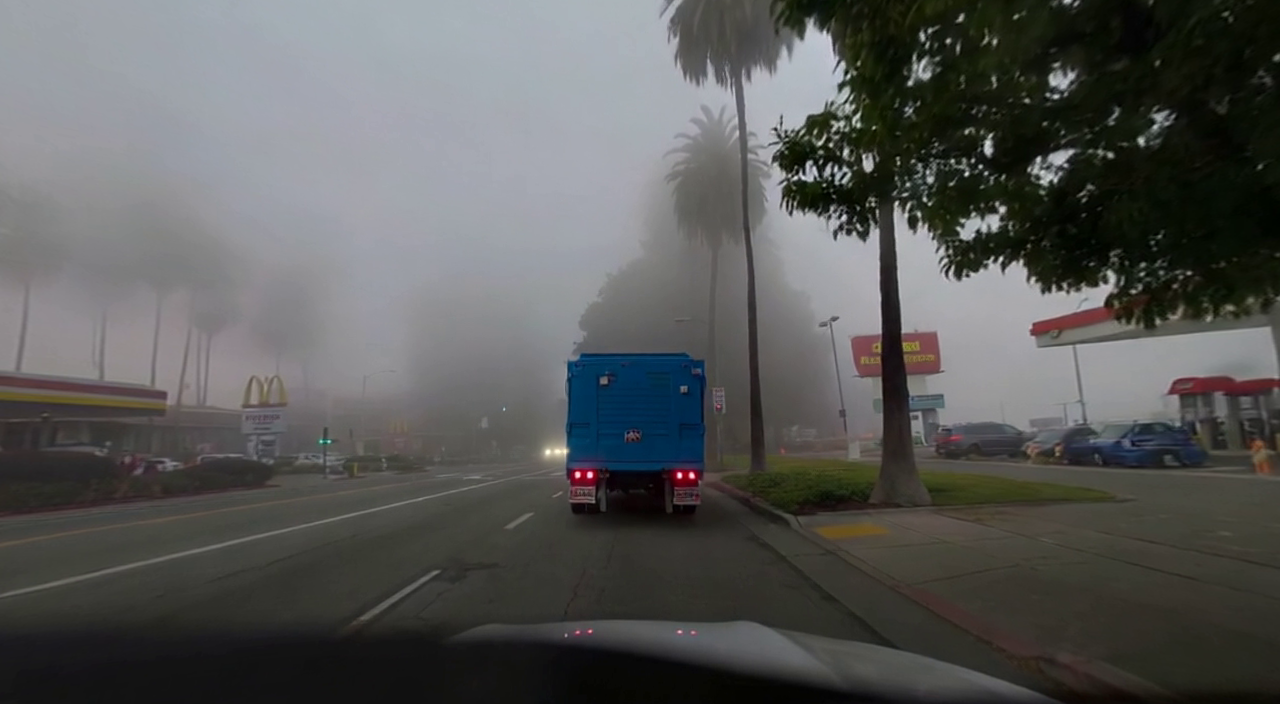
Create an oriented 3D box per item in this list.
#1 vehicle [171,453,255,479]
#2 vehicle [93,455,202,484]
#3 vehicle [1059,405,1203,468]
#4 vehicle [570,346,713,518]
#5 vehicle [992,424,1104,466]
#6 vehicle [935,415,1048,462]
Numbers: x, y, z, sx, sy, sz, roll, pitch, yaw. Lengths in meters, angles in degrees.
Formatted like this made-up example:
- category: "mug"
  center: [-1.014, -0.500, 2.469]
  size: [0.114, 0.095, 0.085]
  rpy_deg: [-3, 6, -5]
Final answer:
- category: "vehicle"
  center: [-27.948, 7.447, 41.505]
  size: [4.303, 1.567, 2.021]
  rpy_deg: [4, -9, -28]
- category: "vehicle"
  center: [-27.612, 6.581, 35.614]
  size: [4.493, 1.453, 1.912]
  rpy_deg: [4, -9, -27]
- category: "vehicle"
  center: [15.768, 2.693, 20.236]
  size: [4.472, 1.730, 1.939]
  rpy_deg: [2, -10, -31]
- category: "vehicle"
  center: [0.028, 1.761, 13.996]
  size: [2.463, 2.954, 5.938]
  rpy_deg: [1, -8, 0]
- category: "vehicle"
  center: [15.260, 3.467, 23.569]
  size: [4.105, 1.433, 1.931]
  rpy_deg: [6, -10, -33]
- category: "vehicle"
  center: [15.998, 3.955, 28.700]
  size: [5.078, 1.937, 2.326]
  rpy_deg: [6, -10, -34]
